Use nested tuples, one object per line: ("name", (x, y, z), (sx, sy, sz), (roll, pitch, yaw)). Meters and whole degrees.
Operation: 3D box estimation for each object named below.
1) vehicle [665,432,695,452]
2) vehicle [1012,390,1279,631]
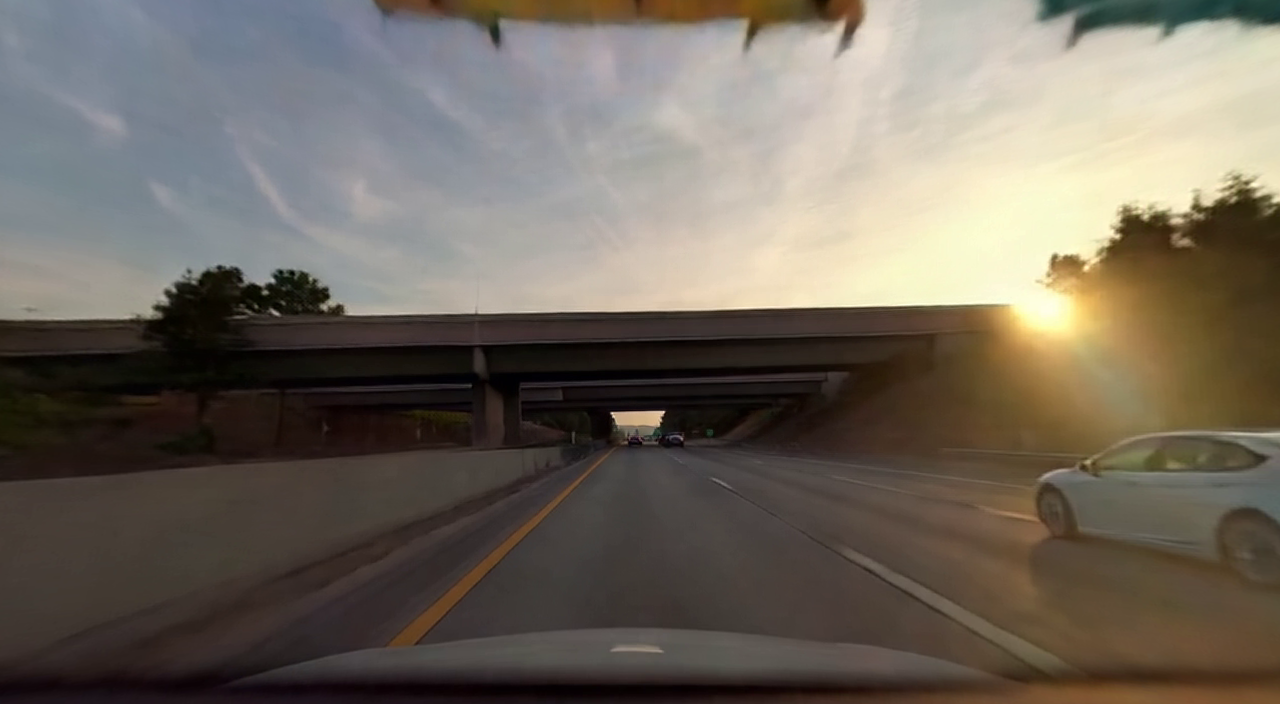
("vehicle", (3.059, 7.041, 49.213), (1.981, 1.490, 3.449), (0, -8, -3))
("vehicle", (5.180, 1.144, 4.898), (1.940, 1.578, 4.122), (0, -8, -2))
